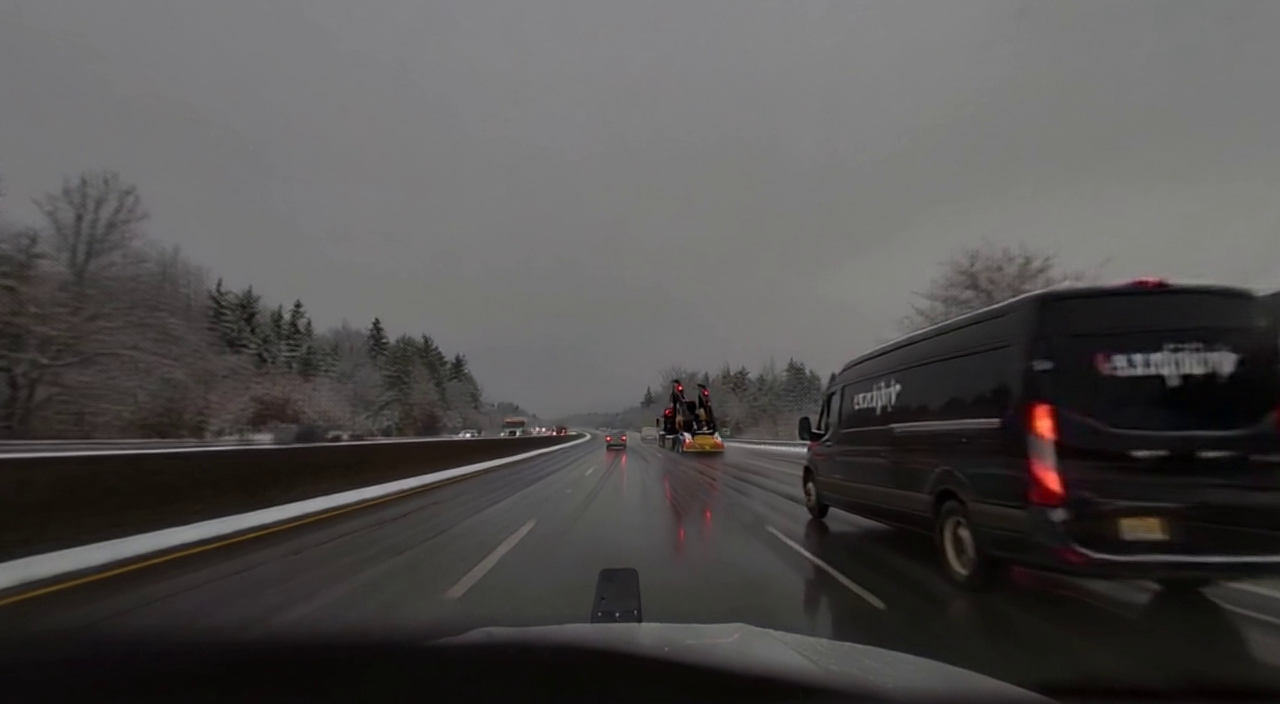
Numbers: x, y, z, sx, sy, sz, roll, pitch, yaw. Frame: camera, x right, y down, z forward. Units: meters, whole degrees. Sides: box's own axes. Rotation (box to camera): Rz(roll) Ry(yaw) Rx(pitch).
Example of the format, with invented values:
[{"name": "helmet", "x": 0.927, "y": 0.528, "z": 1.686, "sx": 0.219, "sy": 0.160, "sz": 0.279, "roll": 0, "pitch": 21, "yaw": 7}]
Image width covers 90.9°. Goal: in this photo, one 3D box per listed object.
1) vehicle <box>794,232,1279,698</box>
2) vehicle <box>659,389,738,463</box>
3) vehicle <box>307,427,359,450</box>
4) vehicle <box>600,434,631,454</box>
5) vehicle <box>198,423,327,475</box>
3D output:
[{"name": "vehicle", "x": 3.605, "y": 0.953, "z": 6.390, "sx": 2.386, "sy": 2.509, "sz": 5.880, "roll": 0, "pitch": -8, "yaw": -2}, {"name": "vehicle", "x": 3.147, "y": 4.451, "z": 37.146, "sx": 2.912, "sy": 3.738, "sz": 10.123, "roll": 0, "pitch": -8, "yaw": -4}, {"name": "vehicle", "x": -23.164, "y": 6.544, "z": 47.687, "sx": 1.914, "sy": 1.637, "sz": 4.353, "roll": 0, "pitch": -8, "yaw": -3}, {"name": "vehicle", "x": -1.888, "y": 7.036, "z": 48.333, "sx": 2.217, "sy": 1.502, "sz": 4.222, "roll": 0, "pitch": -8, "yaw": -2}, {"name": "vehicle", "x": -11.792, "y": 3.044, "z": 19.998, "sx": 1.839, "sy": 1.462, "sz": 3.727, "roll": 0, "pitch": -8, "yaw": -2}]
